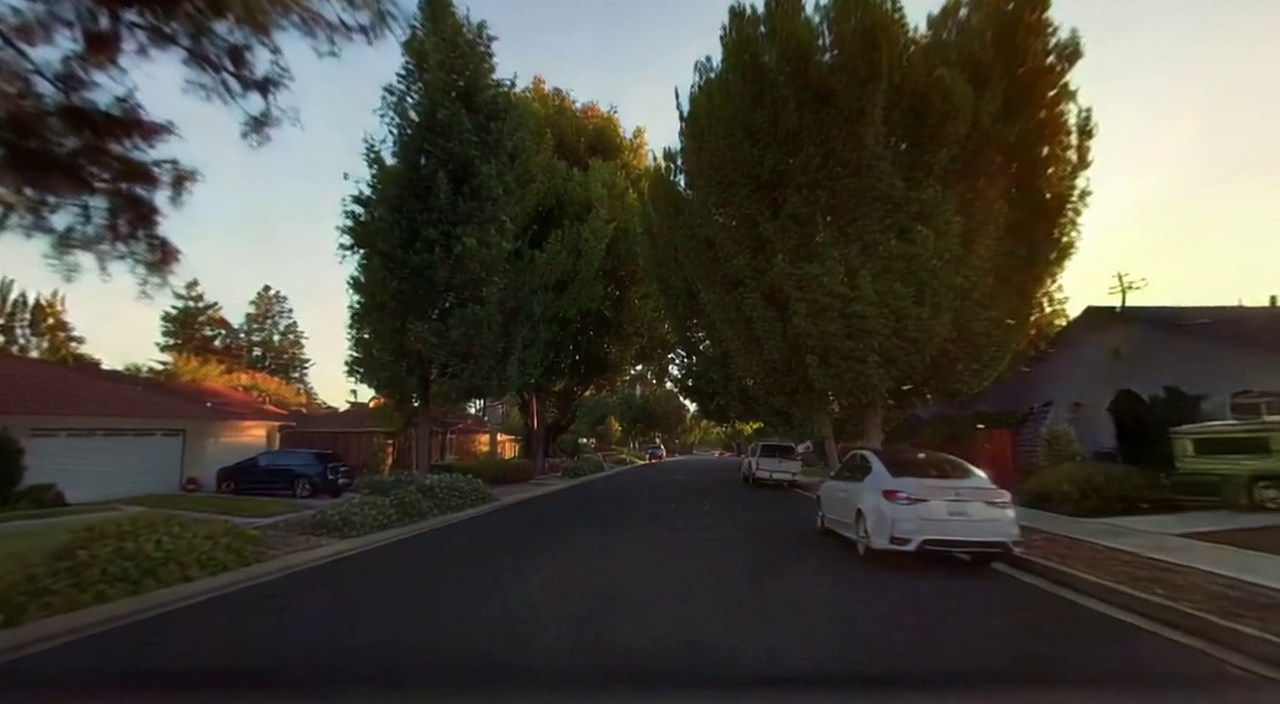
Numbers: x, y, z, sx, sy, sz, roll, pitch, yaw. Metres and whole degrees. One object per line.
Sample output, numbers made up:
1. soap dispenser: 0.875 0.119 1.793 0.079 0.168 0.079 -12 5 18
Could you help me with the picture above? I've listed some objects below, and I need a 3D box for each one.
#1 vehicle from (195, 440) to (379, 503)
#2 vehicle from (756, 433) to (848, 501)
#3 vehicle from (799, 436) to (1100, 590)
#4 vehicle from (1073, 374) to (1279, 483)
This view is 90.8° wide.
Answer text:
1. vehicle: -10.809 3.638 19.547 4.511 1.809 2.018 -1 -9 7
2. vehicle: 4.896 3.534 19.858 2.023 1.851 4.782 -1 -8 5
3. vehicle: 3.670 1.950 8.704 2.009 1.506 4.698 0 -8 4
4. vehicle: 11.919 1.595 12.566 4.861 1.911 2.181 1 -10 7
